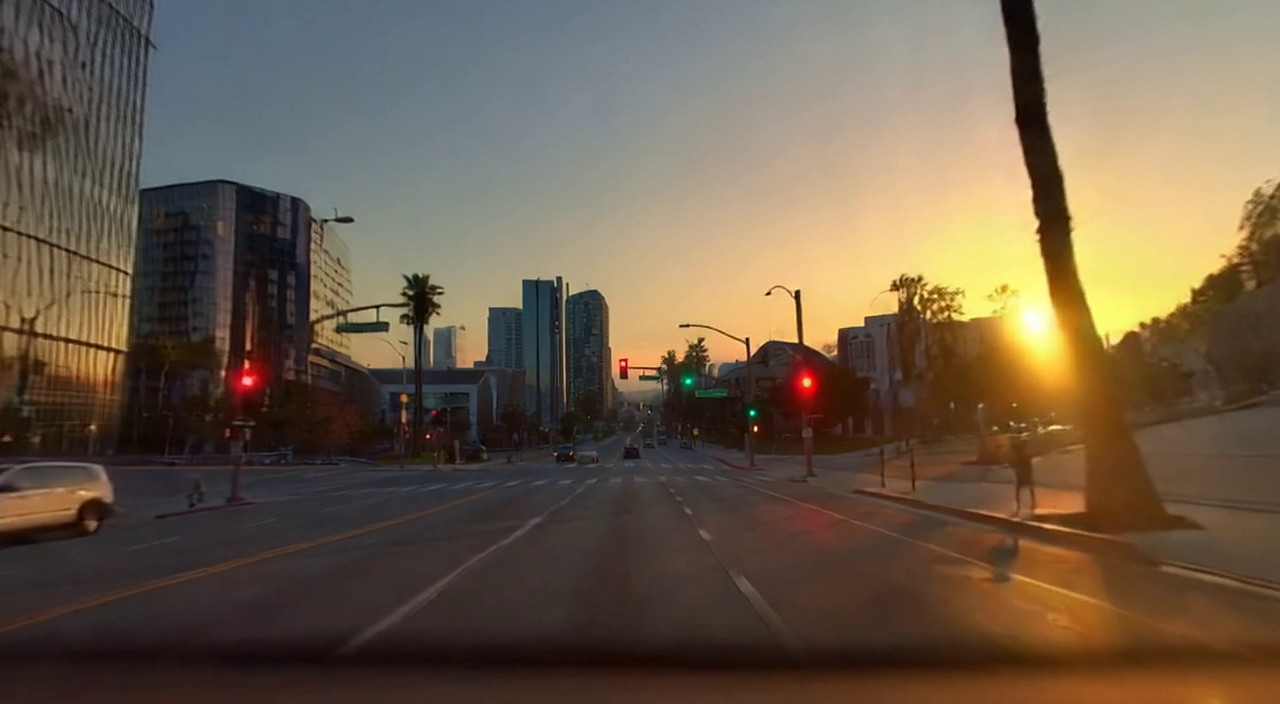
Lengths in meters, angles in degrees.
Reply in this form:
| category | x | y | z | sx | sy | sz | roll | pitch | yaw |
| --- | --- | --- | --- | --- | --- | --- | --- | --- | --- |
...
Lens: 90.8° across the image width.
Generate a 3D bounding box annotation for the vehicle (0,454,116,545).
| category | x | y | z | sx | sy | sz | roll | pitch | yaw |
| --- | --- | --- | --- | --- | --- | --- | --- | --- | --- |
| vehicle | -13.202 | 3.021 | 12.697 | 1.913 | 1.694 | 4.462 | -5 | -8 | -6 |
